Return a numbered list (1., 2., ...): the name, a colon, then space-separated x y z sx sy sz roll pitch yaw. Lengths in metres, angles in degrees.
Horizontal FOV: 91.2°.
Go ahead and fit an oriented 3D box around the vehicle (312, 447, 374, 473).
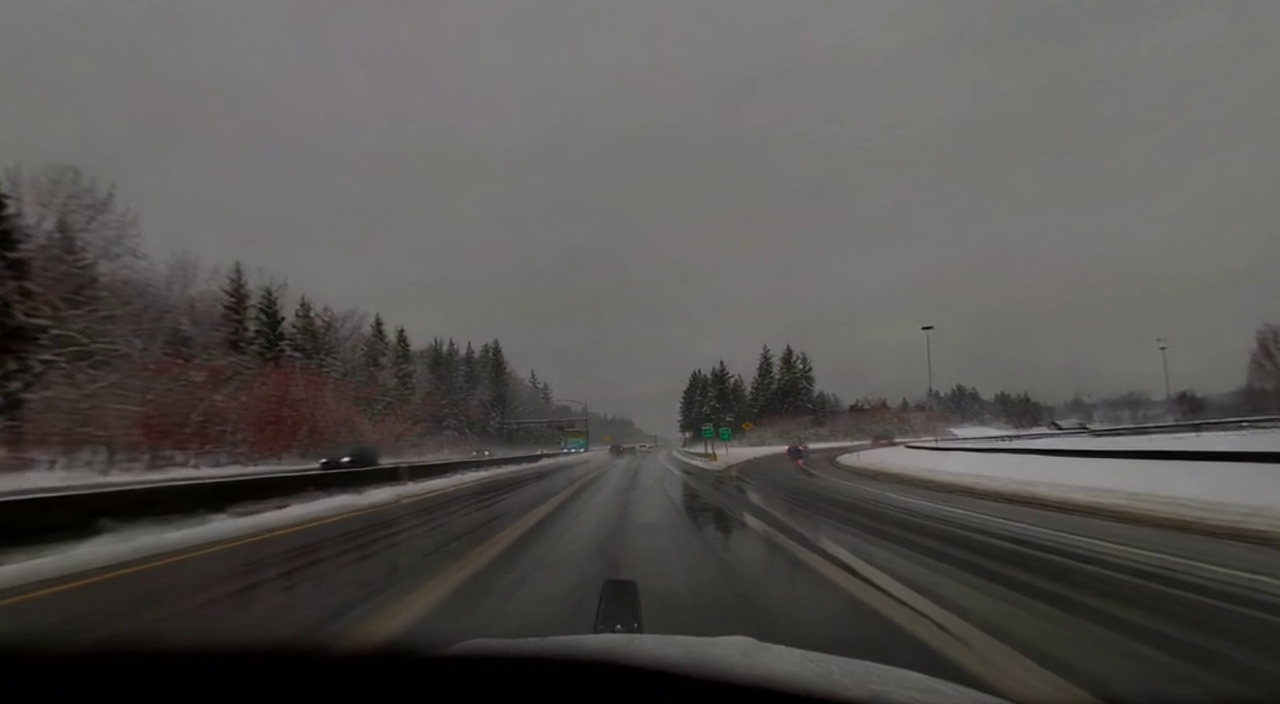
1. vehicle: -20.395 7.419 43.244 1.929 1.652 4.478 -1 -9 2
